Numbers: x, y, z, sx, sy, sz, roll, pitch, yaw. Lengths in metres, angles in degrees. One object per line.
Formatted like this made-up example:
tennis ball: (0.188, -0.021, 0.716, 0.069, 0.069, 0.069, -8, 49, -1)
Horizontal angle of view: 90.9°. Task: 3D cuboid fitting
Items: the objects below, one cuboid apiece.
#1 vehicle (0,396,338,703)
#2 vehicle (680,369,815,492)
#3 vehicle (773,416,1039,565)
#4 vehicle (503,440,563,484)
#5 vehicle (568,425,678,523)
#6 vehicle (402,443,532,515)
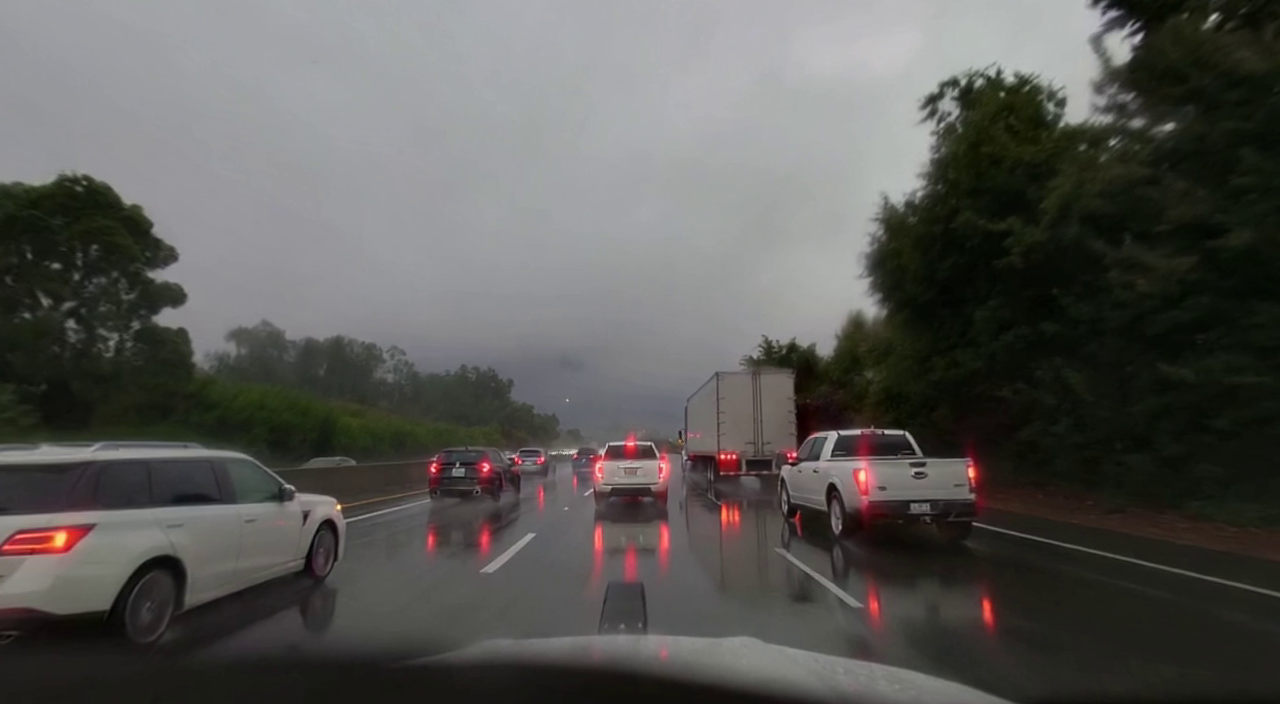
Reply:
vehicle: (-4.290, 1.309, 5.012, 1.789, 1.620, 3.841, 0, -9, 1)
vehicle: (4.098, 3.807, 28.976, 3.186, 4.111, 15.553, 0, -9, -1)
vehicle: (3.672, 2.009, 9.906, 2.076, 1.751, 4.666, 0, -9, -1)
vehicle: (-4.655, 4.856, 28.000, 1.959, 1.808, 3.790, 0, -9, 1)
vehicle: (-0.324, 2.599, 13.866, 2.037, 1.792, 4.194, 0, -9, 0)
vehicle: (-4.034, 3.031, 15.534, 1.923, 1.503, 4.293, 0, -9, 1)
